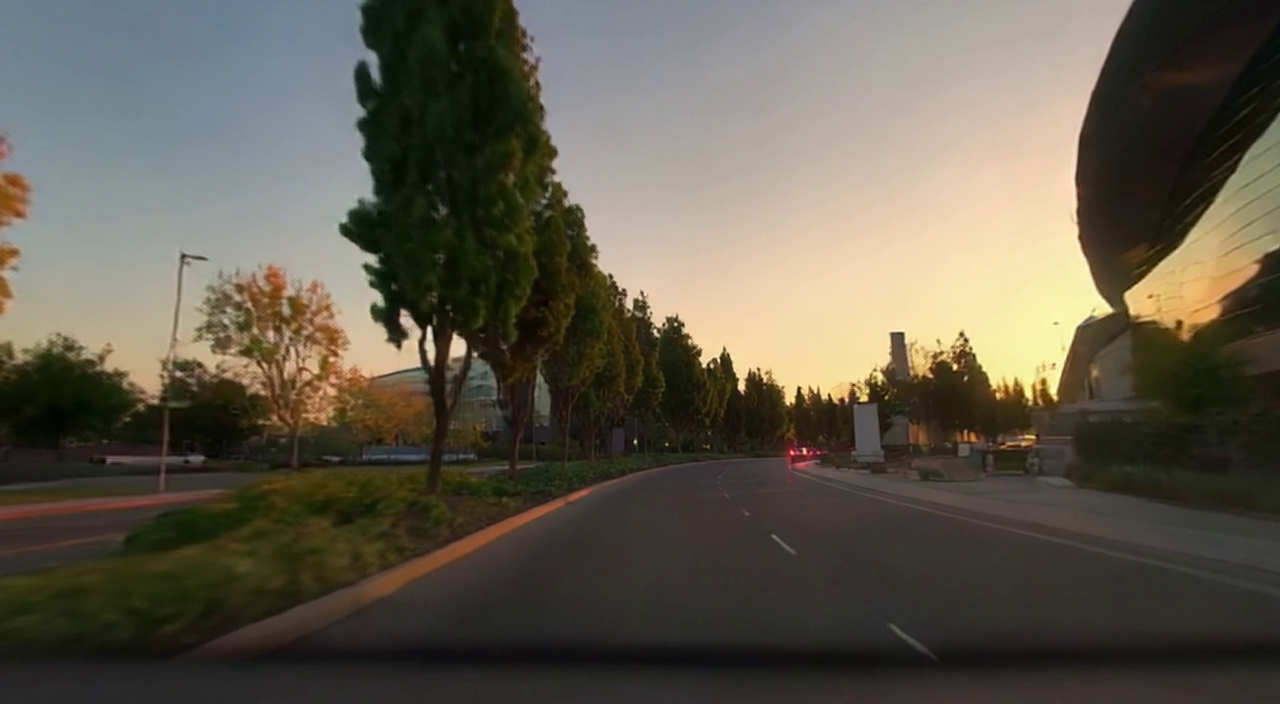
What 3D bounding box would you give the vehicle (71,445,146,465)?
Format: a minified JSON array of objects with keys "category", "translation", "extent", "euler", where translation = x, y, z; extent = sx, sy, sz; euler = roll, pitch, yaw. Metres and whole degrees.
[{"category":"vehicle","translation":[-42.072,8.150,49.934],"extent":[4.097,1.583,1.995],"euler":[0,-8,0]}]
